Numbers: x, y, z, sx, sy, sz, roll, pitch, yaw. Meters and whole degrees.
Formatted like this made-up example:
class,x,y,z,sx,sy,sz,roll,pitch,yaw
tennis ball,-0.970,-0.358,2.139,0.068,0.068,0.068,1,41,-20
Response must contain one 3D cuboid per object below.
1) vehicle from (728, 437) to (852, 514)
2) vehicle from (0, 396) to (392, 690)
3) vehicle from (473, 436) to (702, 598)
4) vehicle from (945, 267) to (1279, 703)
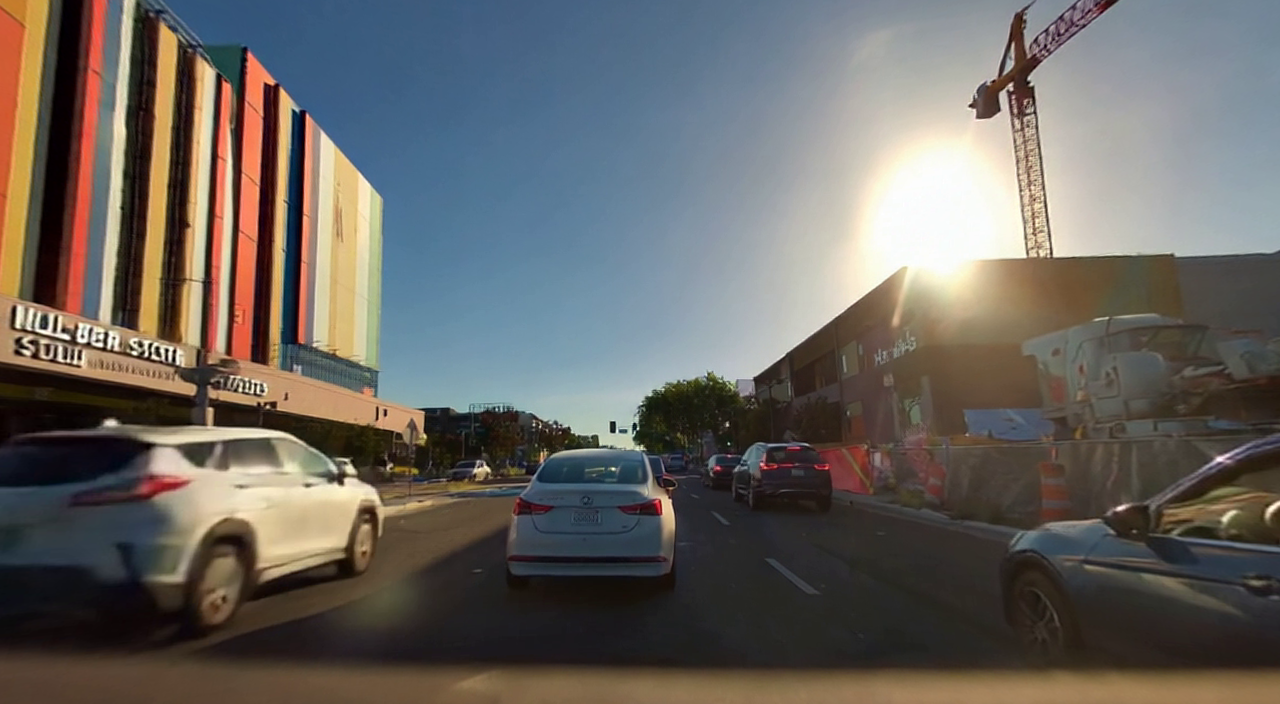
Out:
class,x,y,z,sx,sy,sz,roll,pitch,yaw
vehicle,3.925,3.314,17.597,2.185,1.797,4.934,0,-8,-1
vehicle,-4.317,1.426,5.899,2.201,1.691,4.305,0,-8,1
vehicle,-0.457,1.857,8.067,2.131,1.496,4.193,0,-8,1
vehicle,3.392,0.656,2.103,2.182,1.954,5.341,0,-8,2
